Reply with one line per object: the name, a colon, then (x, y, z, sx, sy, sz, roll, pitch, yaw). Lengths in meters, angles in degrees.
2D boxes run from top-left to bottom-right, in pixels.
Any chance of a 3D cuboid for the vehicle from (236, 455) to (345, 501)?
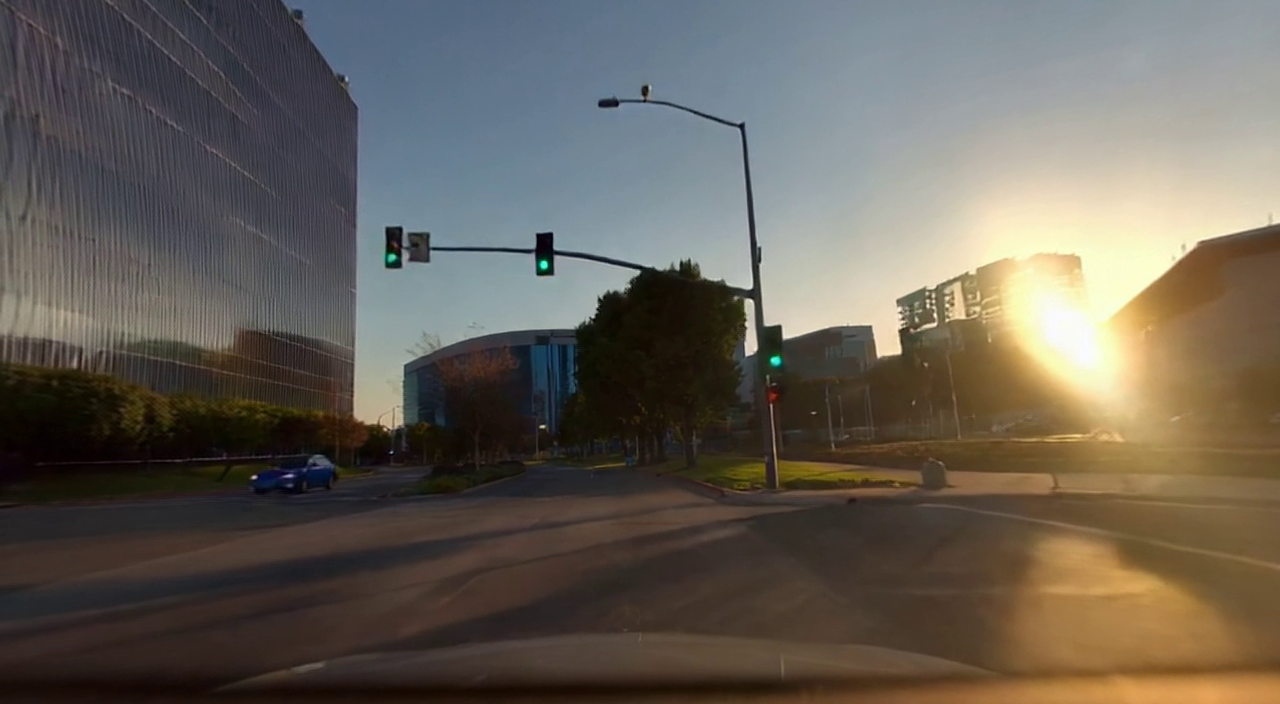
vehicle: (-12.878, 4.629, 23.562, 1.906, 1.502, 4.396, 1, -9, -5)
